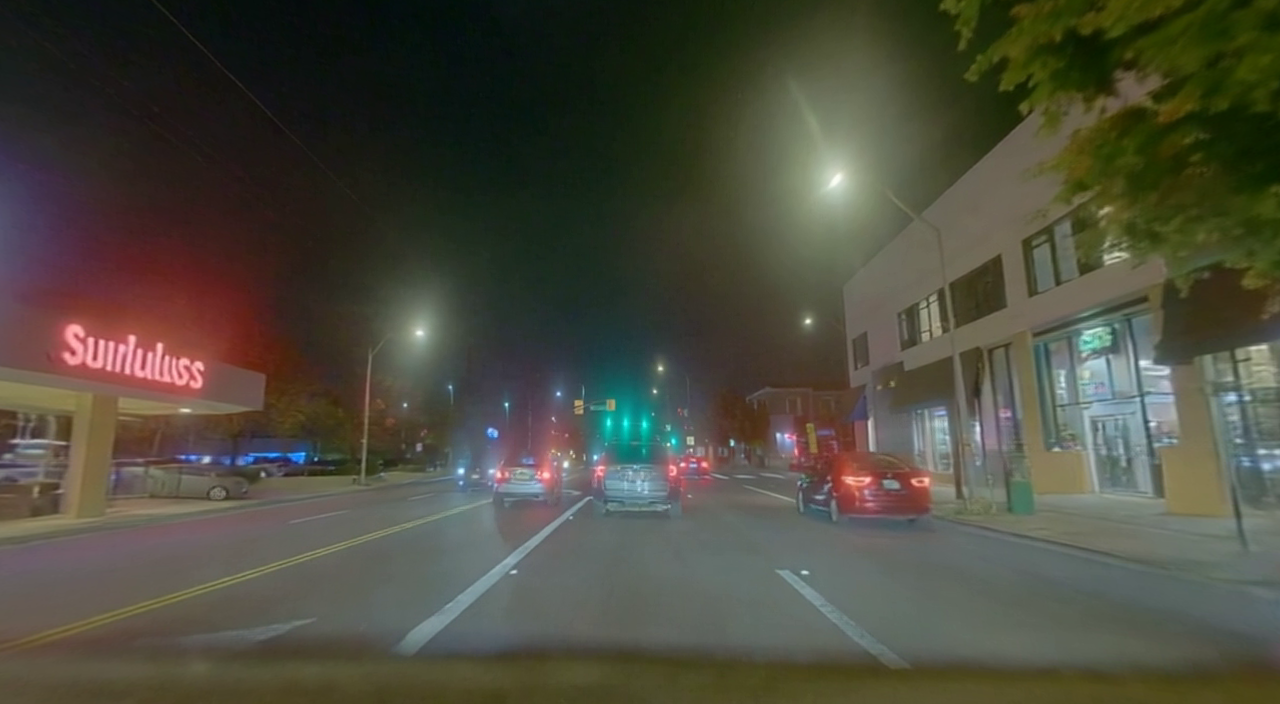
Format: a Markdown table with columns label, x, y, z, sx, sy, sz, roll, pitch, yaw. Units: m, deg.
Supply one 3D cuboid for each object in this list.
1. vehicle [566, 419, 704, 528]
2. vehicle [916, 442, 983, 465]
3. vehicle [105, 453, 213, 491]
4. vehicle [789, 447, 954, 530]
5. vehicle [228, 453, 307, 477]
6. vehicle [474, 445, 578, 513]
| label | x | y | z | sx | sy | sz | roll | pitch | yaw |
| --- | --- | --- | --- | --- | --- | --- | --- | --- | --- |
| vehicle | -0.108 | 2.735 | 14.845 | 2.638 | 2.065 | 5.313 | 0 | -8 | 0 |
| vehicle | 21.517 | 7.045 | 43.973 | 1.889 | 1.496 | 4.092 | 2 | -9 | -15 |
| vehicle | -26.283 | 6.524 | 34.739 | 2.123 | 1.820 | 5.136 | 0 | -8 | -4 |
| vehicle | 5.048 | 3.008 | 14.653 | 1.994 | 1.545 | 4.919 | 0 | -8 | 1 |
| vehicle | -27.301 | 8.280 | 46.299 | 4.458 | 1.608 | 2.051 | -1 | -8 | 2 |
| vehicle | -2.940 | 3.361 | 17.293 | 1.975 | 1.570 | 4.456 | 0 | -8 | 1 |
